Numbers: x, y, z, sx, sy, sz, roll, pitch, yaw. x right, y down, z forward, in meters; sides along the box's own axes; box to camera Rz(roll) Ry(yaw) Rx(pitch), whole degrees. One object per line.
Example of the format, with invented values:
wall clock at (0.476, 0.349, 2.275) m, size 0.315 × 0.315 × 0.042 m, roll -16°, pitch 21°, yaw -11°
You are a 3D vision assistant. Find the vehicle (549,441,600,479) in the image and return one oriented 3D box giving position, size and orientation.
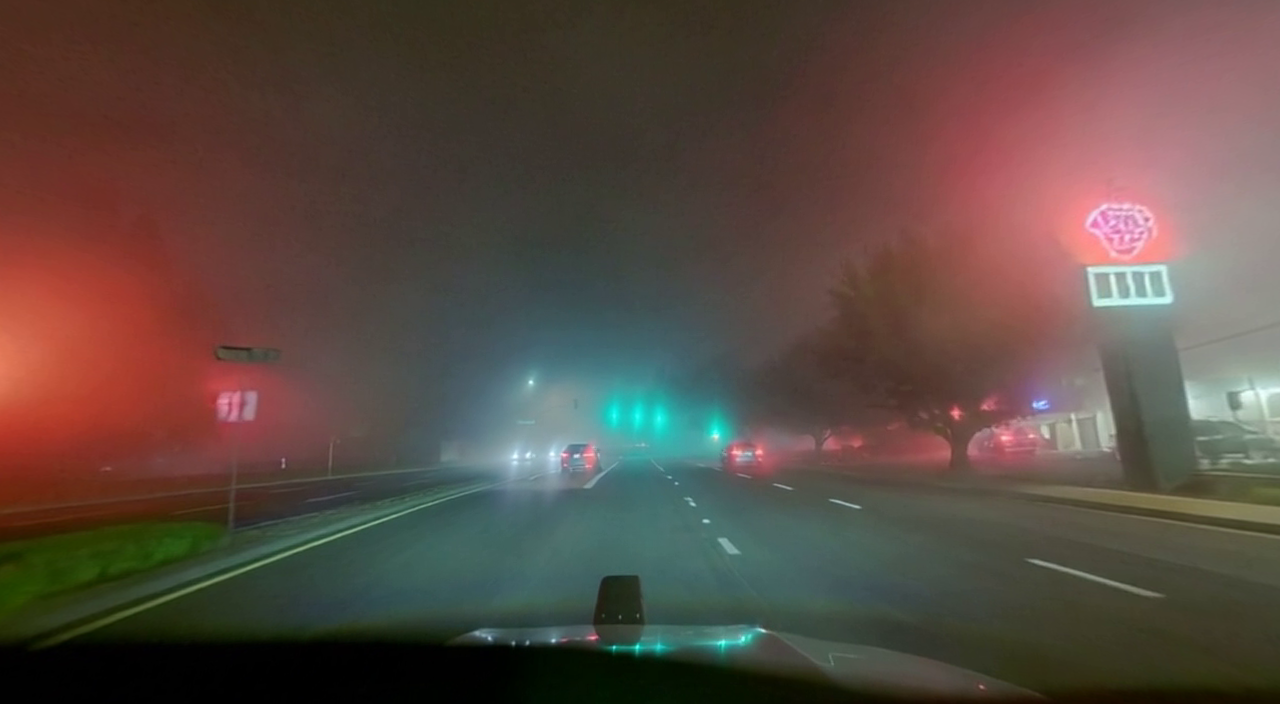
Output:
vehicle at (-2.883, 4.857, 28.791) m, size 2.072 × 1.545 × 4.578 m, roll 0°, pitch -8°, yaw -3°

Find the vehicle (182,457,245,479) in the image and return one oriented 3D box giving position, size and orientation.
vehicle at (-32.821, 8.899, 48.769) m, size 1.847 × 1.512 × 4.347 m, roll 0°, pitch -9°, yaw -1°

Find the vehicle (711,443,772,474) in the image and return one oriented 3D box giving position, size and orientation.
vehicle at (5.221, 5.540, 33.187) m, size 2.075 × 1.475 × 4.571 m, roll 0°, pitch -8°, yaw -5°
